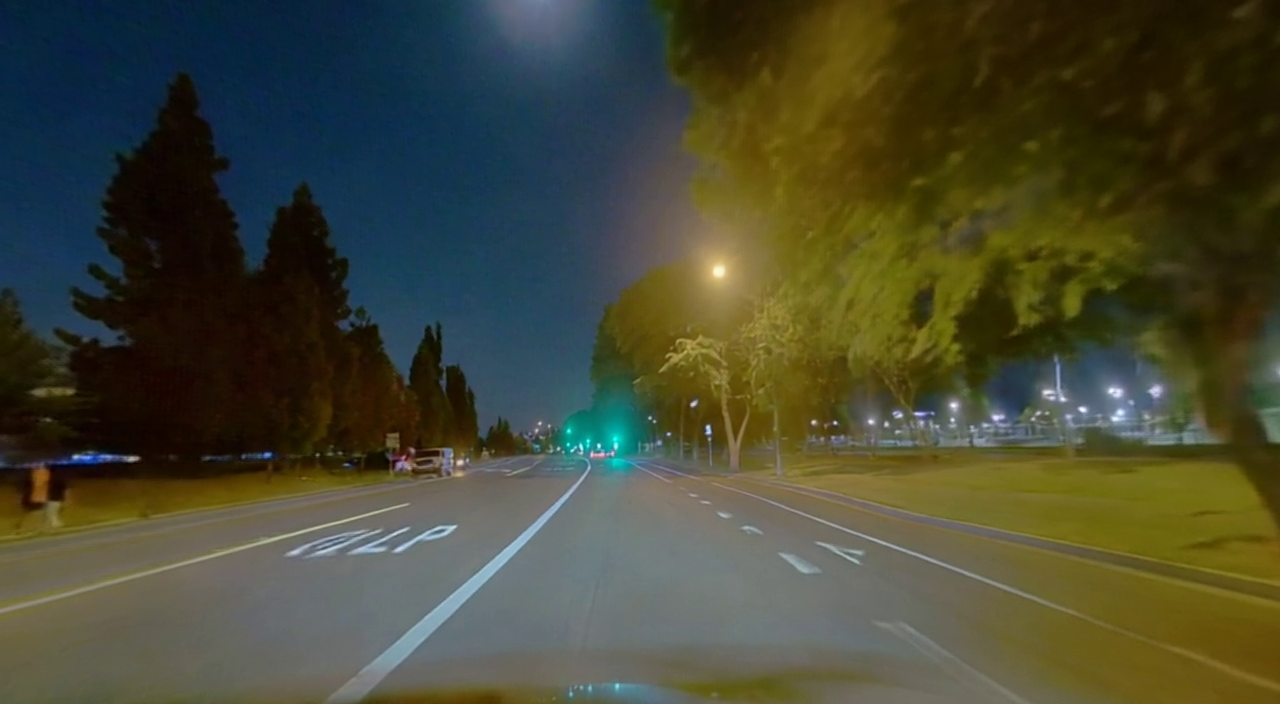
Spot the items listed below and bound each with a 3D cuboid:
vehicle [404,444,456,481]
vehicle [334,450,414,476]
[{"bbox_3d":[-14.413,7.577,43.659,2.314,2.144,5.403,-3,-7,-7],"label":"vehicle"},{"bbox_3d":[-20.792,8.663,49.503,5.168,1.886,2.283,0,-8,0],"label":"vehicle"}]
